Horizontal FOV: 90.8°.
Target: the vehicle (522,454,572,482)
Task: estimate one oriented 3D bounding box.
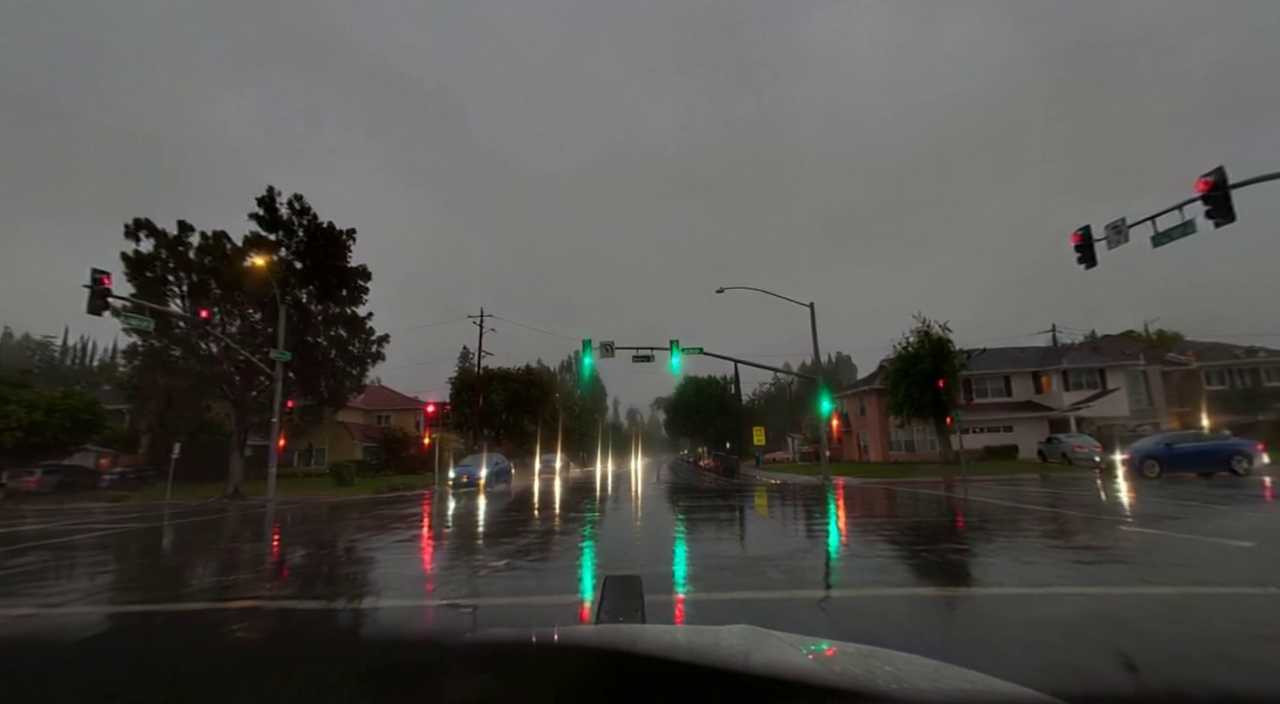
[{"bbox_3d":[-5.912,7.426,40.753,2.270,1.605,4.958,-2,-9,3],"label":"vehicle"}]

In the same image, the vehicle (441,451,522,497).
[{"bbox_3d":[-6.350,4.896,25.843,1.982,1.686,4.195,-1,-9,3],"label":"vehicle"}]

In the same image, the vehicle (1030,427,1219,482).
[{"bbox_3d":[16.011,3.429,21.113,4.452,1.711,2.186,0,-9,1],"label":"vehicle"}]

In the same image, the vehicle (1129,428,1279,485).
[{"bbox_3d":[16.953,2.963,18.002,4.345,1.517,1.913,0,-9,2],"label":"vehicle"}]

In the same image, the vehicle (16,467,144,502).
[{"bbox_3d":[-30.107,7.108,34.235,2.106,1.586,5.009,-1,-9,4],"label":"vehicle"}]

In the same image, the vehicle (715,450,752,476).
[{"bbox_3d":[6.204,7.340,42.167,1.891,1.611,4.269,0,-9,1],"label":"vehicle"}]
